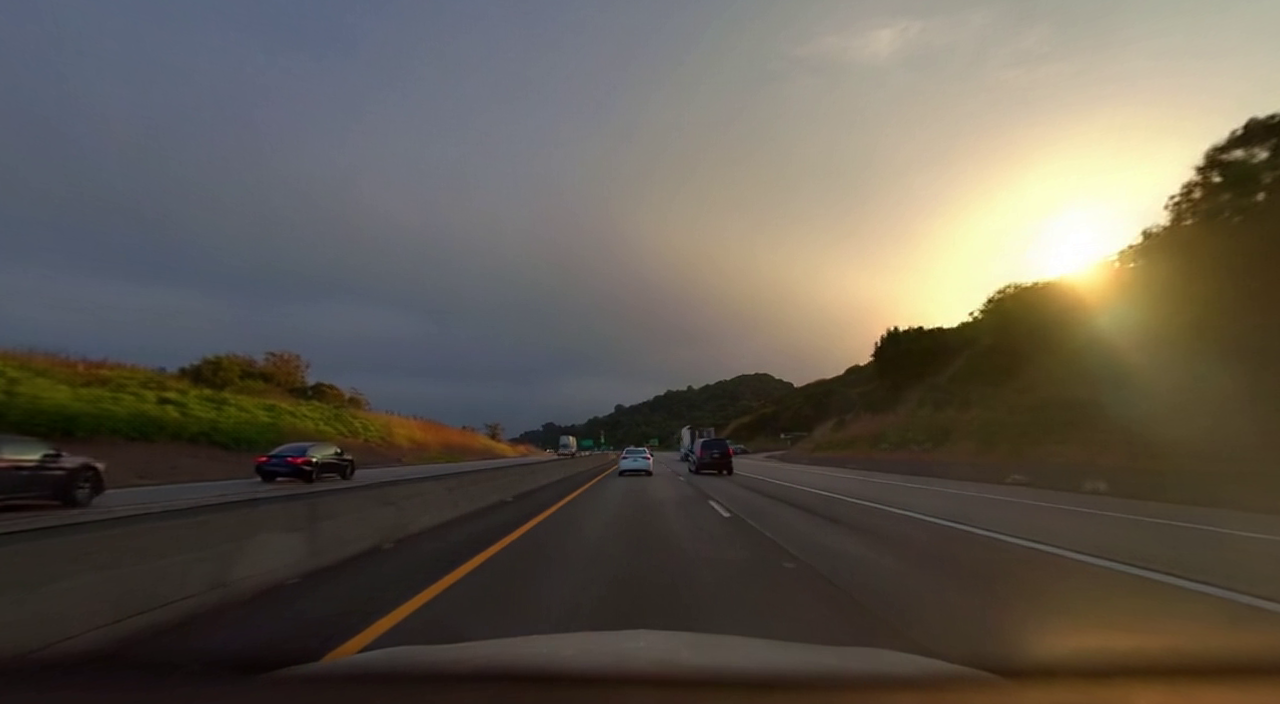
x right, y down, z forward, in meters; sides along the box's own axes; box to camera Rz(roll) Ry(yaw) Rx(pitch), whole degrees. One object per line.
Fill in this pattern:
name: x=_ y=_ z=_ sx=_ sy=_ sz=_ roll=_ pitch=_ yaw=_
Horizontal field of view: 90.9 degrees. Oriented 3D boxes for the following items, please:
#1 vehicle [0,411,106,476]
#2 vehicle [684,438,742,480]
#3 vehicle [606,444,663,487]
vehicle: x=-35.912 y=4.691 z=32.465 sx=2.892 sy=3.450 sz=16.147 roll=0 pitch=-9 yaw=-1
vehicle: x=3.181 y=4.791 z=28.294 sx=2.048 sy=1.704 sz=4.284 roll=0 pitch=-9 yaw=-1
vehicle: x=-0.203 y=4.184 z=23.478 sx=1.970 sy=1.441 sz=3.846 roll=0 pitch=-9 yaw=0
